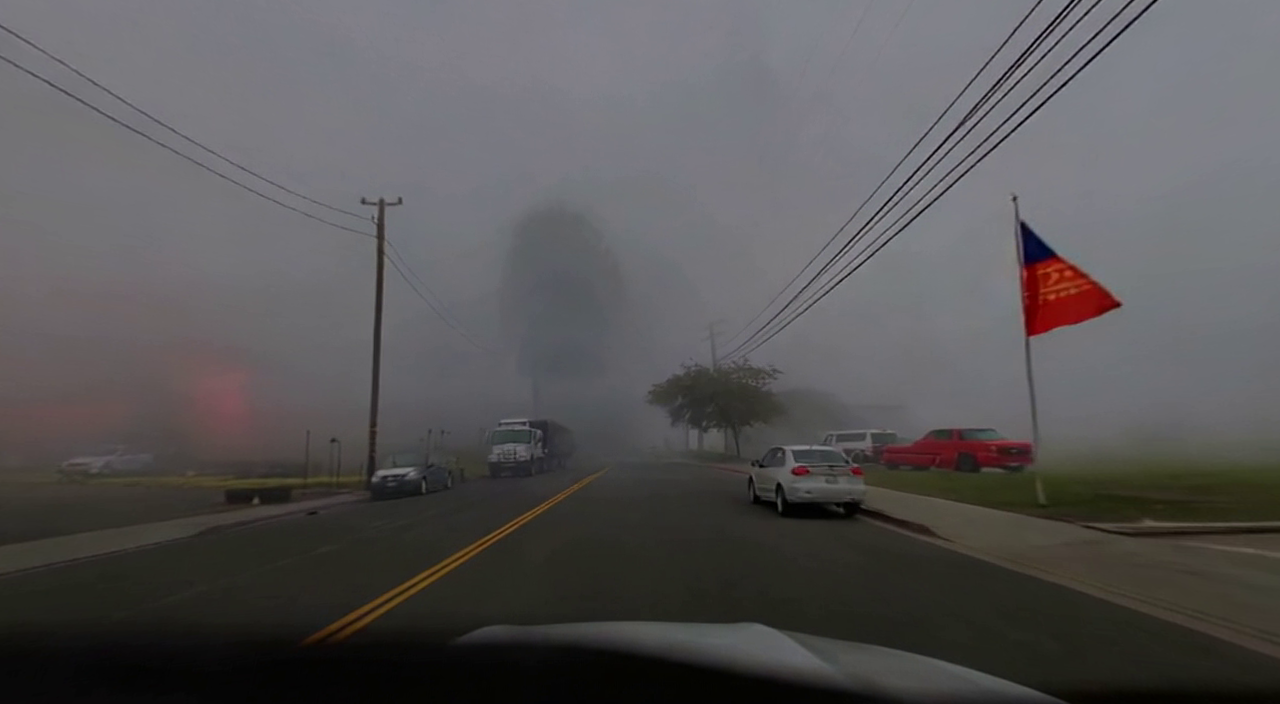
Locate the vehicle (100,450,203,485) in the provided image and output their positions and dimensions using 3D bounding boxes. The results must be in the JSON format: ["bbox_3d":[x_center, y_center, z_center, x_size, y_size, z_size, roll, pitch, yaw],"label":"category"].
[{"bbox_3d":[-23.280,5.499,30.313,1.836,1.508,3.915,0,-9,-1],"label":"vehicle"}]

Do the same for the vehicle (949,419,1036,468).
[{"bbox_3d":[15.068,3.968,27.339,2.311,1.876,4.987,-3,-9,19],"label":"vehicle"}]

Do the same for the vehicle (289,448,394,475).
[{"bbox_3d":[-16.844,6.176,35.769,4.890,1.483,2.055,-1,-9,2],"label":"vehicle"}]

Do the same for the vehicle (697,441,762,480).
[{"bbox_3d":[3.839,4.777,28.100,2.246,1.533,4.971,0,-9,1],"label":"vehicle"}]

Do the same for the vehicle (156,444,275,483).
[{"bbox_3d":[-20.631,5.416,31.094,2.152,1.746,5.461,0,-9,-1],"label":"vehicle"}]

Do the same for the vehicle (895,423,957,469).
[{"bbox_3d":[12.434,4.120,27.707,2.159,1.840,4.404,-4,-9,21],"label":"vehicle"}]

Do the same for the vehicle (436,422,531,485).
[{"bbox_3d":[-7.790,5.167,32.461,2.845,2.738,7.208,-3,-8,2],"label":"vehicle"}]

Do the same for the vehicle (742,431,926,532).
[{"bbox_3d":[3.548,2.460,12.654,2.111,1.611,4.576,0,-9,-1],"label":"vehicle"}]
